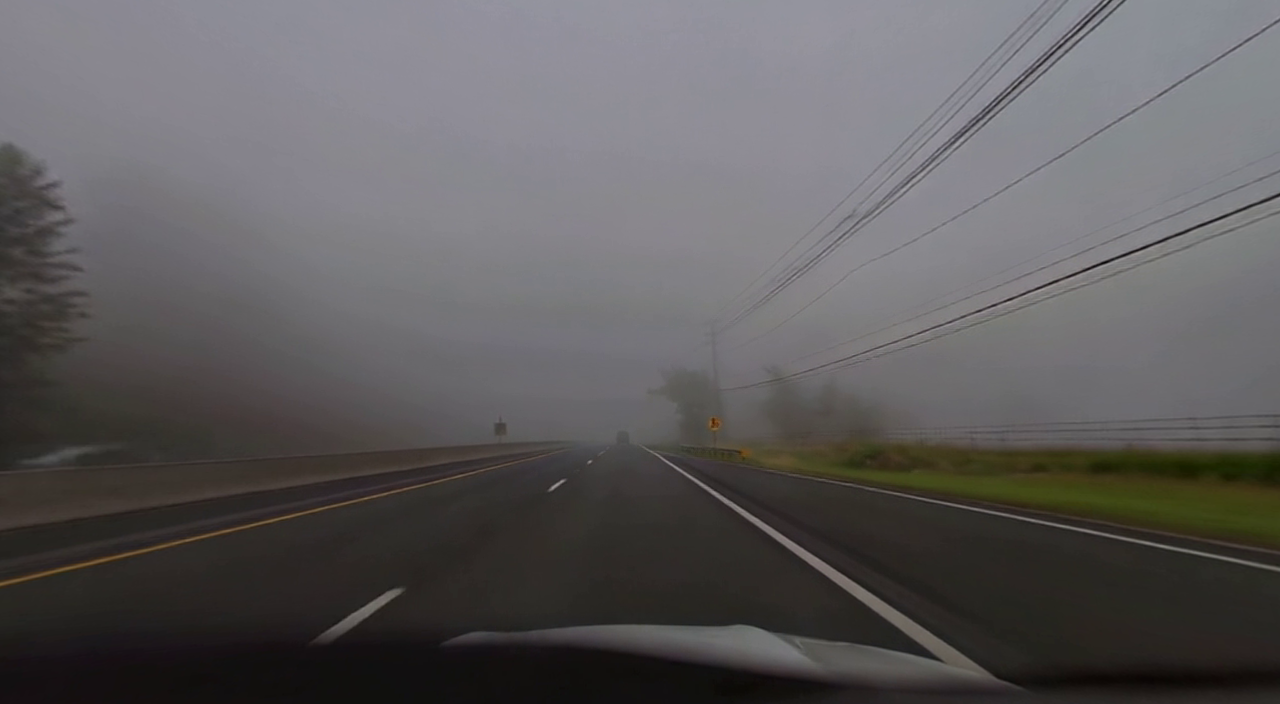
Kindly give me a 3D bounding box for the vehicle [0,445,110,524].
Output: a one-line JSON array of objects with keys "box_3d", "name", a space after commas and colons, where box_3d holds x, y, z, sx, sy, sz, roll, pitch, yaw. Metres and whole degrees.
[{"box_3d": [-12.916, 2.522, 11.973, 1.791, 1.426, 4.502, 0, -8, -1], "name": "vehicle"}]
